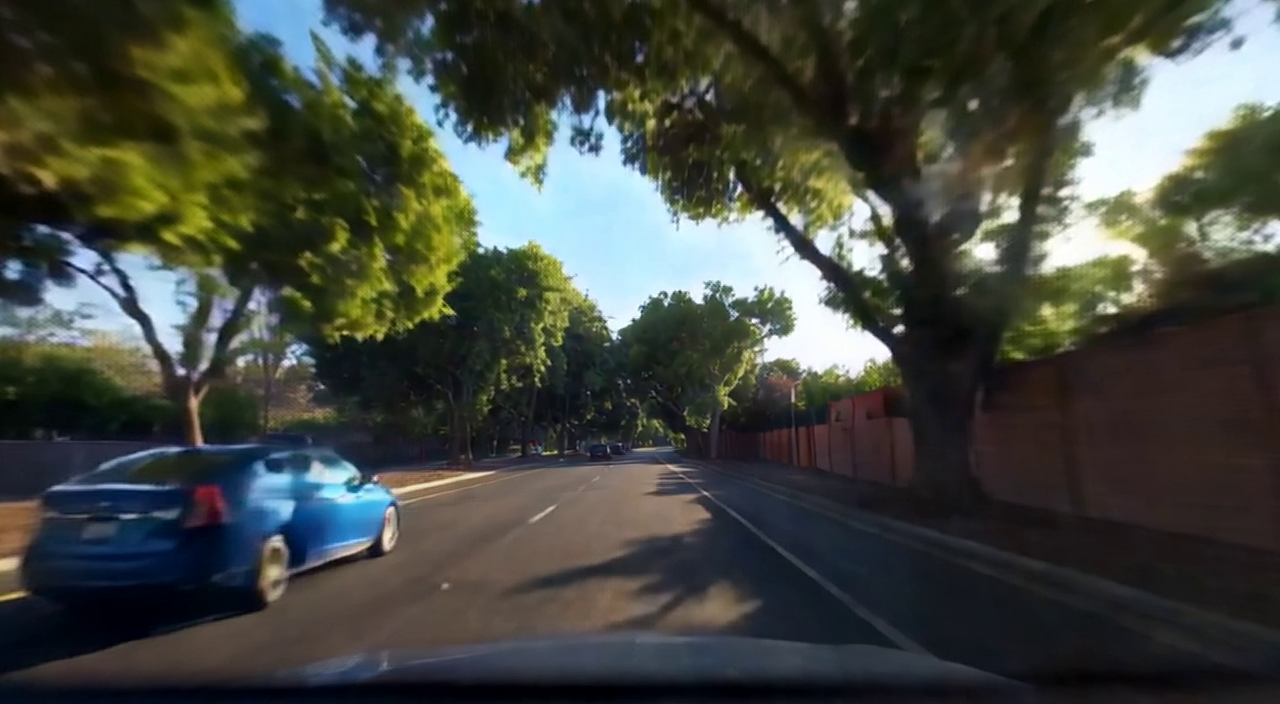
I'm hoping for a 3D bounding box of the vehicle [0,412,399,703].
[{"bbox_3d":[-3.768,1.323,5.138,1.870,1.431,4.317,0,-9,1],"label":"vehicle"}]
